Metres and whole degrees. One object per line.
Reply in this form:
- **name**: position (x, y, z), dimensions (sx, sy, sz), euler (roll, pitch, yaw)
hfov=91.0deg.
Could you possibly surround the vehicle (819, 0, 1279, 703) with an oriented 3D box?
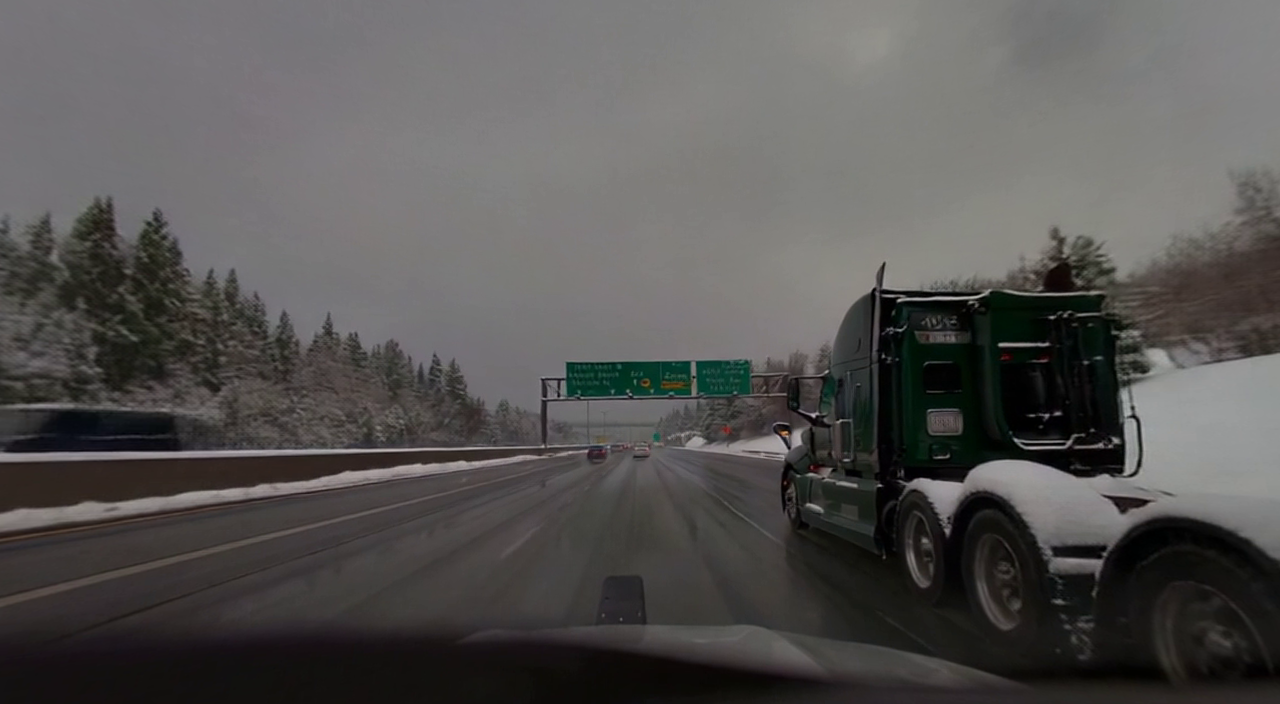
- **vehicle**: position (3.970, -0.540, 0.839), dimensions (2.899, 4.078, 16.430), euler (0, -8, 1)

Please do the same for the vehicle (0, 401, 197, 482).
- **vehicle**: position (-14.507, 2.368, 16.536), dimensions (2.205, 1.808, 4.768), euler (0, -9, 1)
